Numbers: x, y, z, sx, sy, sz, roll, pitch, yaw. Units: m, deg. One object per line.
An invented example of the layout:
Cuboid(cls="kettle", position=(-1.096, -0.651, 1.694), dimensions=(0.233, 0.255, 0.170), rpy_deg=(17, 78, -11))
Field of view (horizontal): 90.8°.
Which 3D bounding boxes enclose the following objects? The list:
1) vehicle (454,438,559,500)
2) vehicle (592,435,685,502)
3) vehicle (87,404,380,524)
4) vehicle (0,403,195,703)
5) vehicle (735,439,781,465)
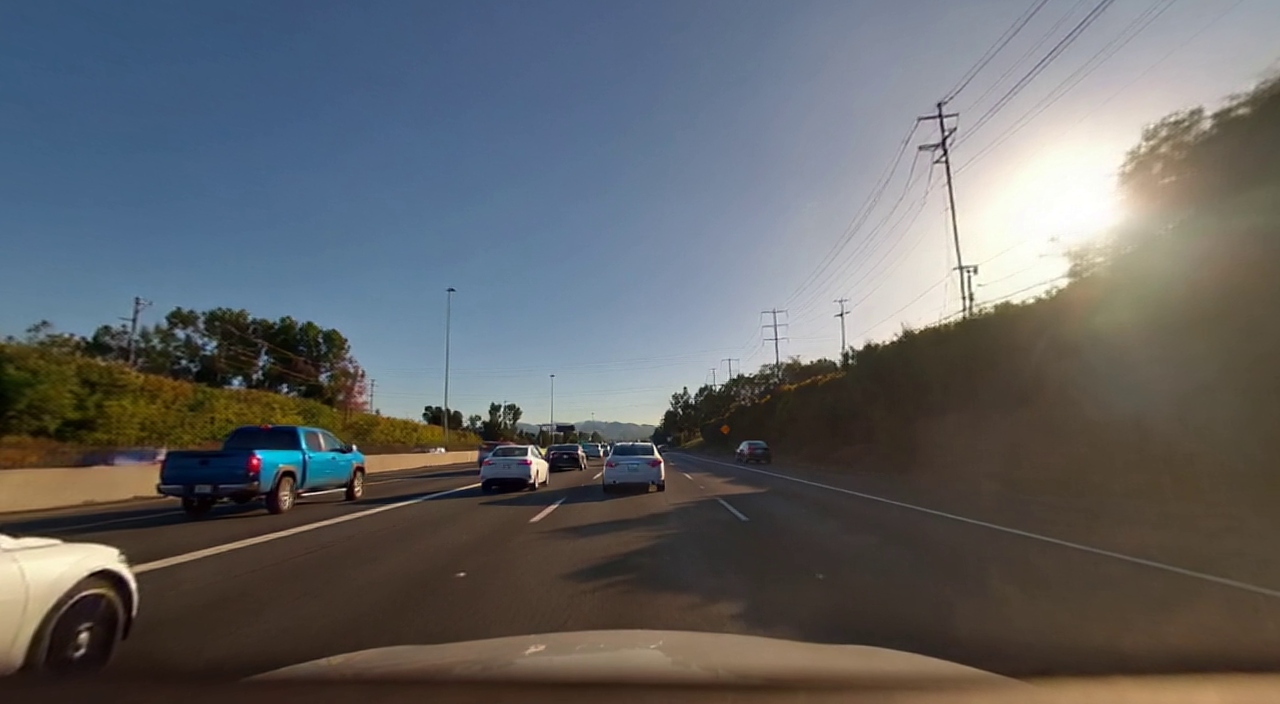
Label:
Cuboid(cls="vehicle", position=(-3.434, 3.094, 17.131), dimensions=(1.899, 1.437, 4.131), rpy_deg=(0, -8, 1))
Cuboid(cls="vehicle", position=(-0.078, 2.960, 16.562), dimensions=(2.102, 1.499, 4.439), rpy_deg=(0, -8, -1))
Cuboid(cls="vehicle", position=(-7.747, 2.227, 13.078), dimensions=(2.194, 1.922, 5.637), rpy_deg=(0, -8, 1))
Cuboid(cls="vehicle", position=(-3.812, 0.802, 1.619), dimensions=(1.955, 1.481, 4.604), rpy_deg=(0, -8, 0))
Cuboid(cls="vehicle", position=(8.103, 6.922, 43.975), dimensions=(2.205, 1.701, 4.601), rpy_deg=(0, -8, -2))
